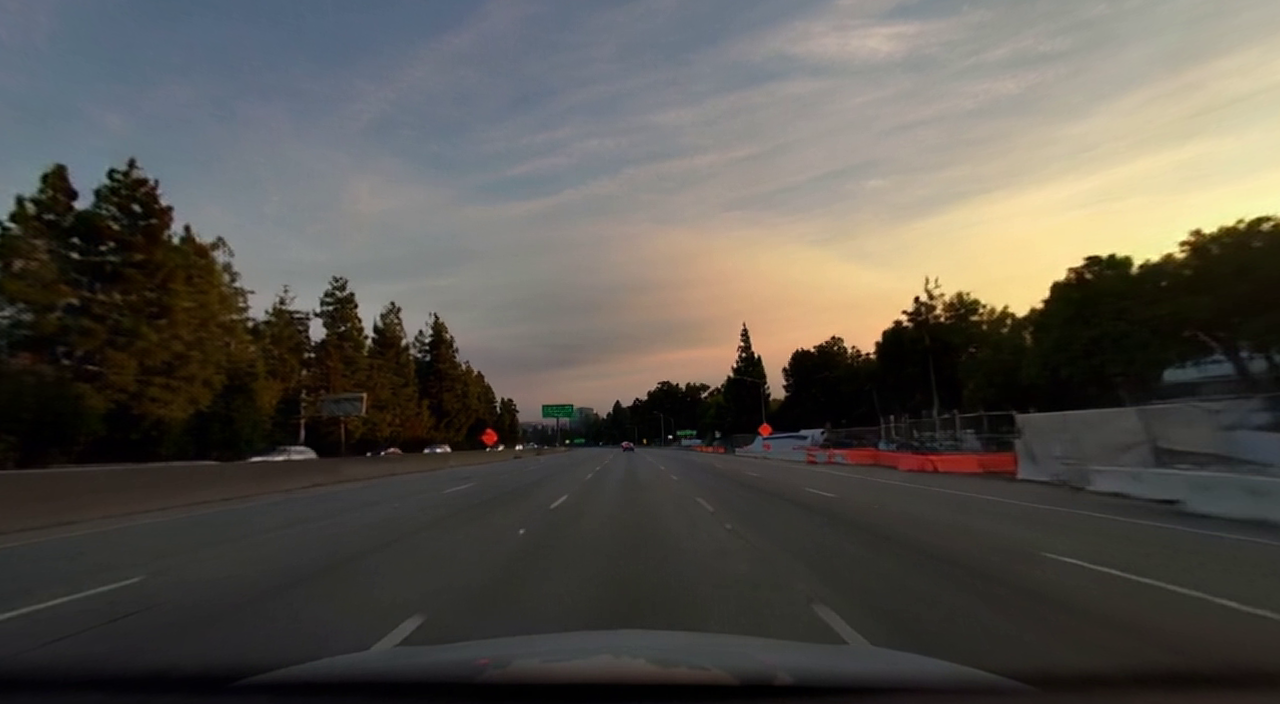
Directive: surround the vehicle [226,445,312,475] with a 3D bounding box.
[{"bbox_3d":[-20.428,5.932,34.945,1.998,1.543,4.777,1,-9,-3],"label":"vehicle"}]
